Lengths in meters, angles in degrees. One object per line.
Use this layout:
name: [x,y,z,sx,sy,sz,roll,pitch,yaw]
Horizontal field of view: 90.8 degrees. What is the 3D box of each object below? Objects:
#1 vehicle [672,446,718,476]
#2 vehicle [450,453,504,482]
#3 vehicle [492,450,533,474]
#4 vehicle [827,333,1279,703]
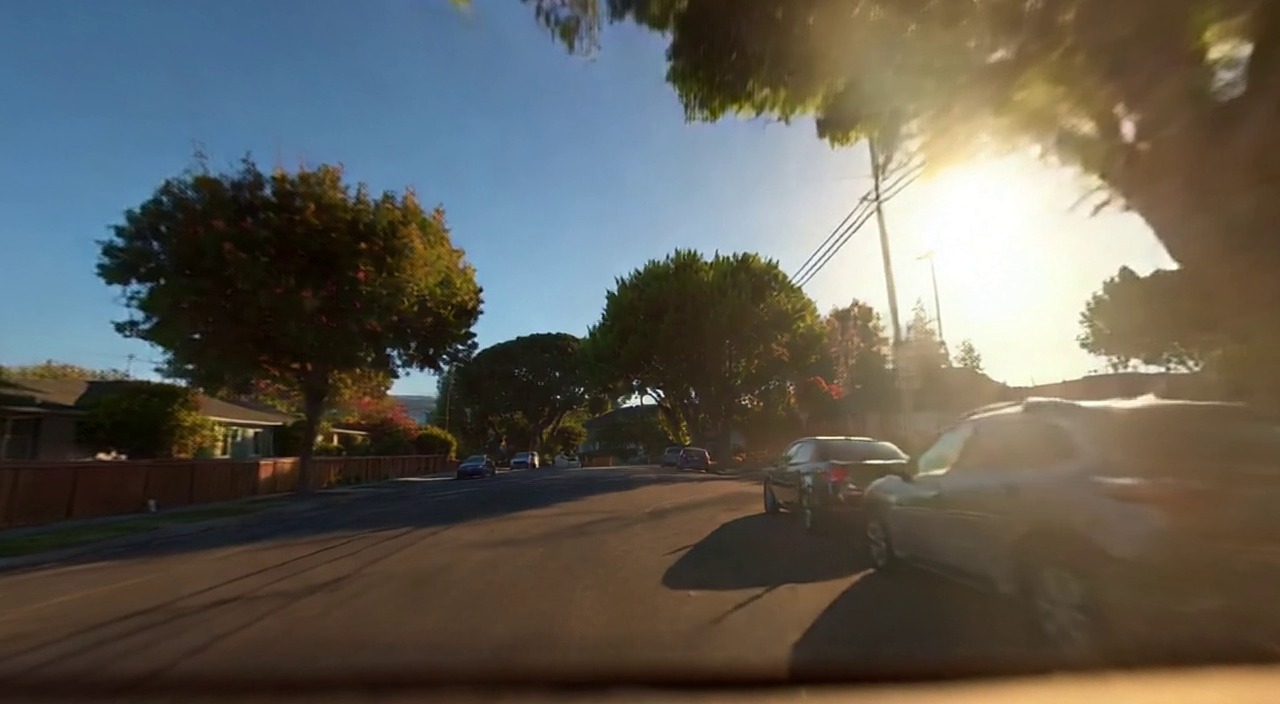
vehicle: [2.925,5.901,34.405,1.927,1.529,4.144,0,-9,-3]
vehicle: [-8.807,6.234,34.439,1.937,1.427,4.510,0,-9,-3]
vehicle: [-9.138,7.918,45.686,2.027,1.584,4.476,-1,-9,1]
vehicle: [3.154,1.122,4.874,1.928,1.751,4.537,0,-9,-1]
